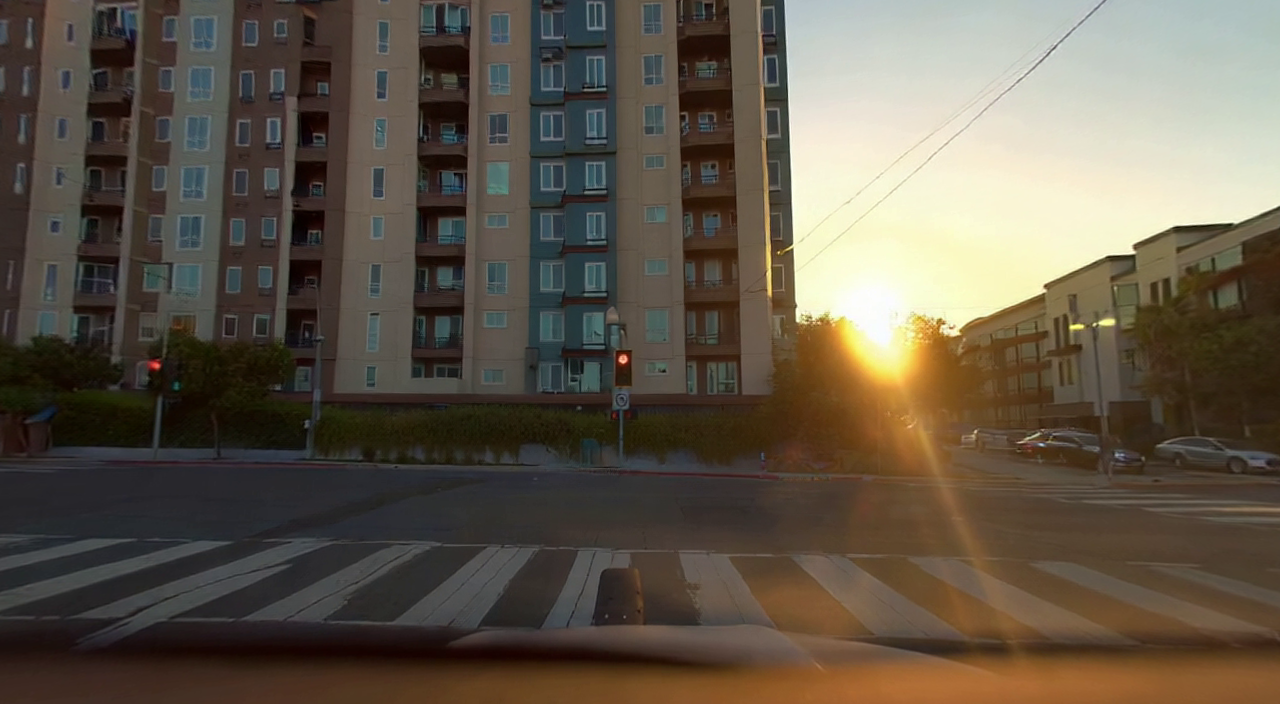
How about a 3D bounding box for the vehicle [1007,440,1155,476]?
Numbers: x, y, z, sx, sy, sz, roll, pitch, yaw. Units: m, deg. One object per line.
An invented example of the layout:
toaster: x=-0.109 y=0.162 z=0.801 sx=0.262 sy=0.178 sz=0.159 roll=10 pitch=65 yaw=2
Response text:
vehicle: x=18.557 y=4.464 z=26.701 sx=4.823 sy=1.458 sz=1.914 roll=0 pitch=-9 yaw=-1
